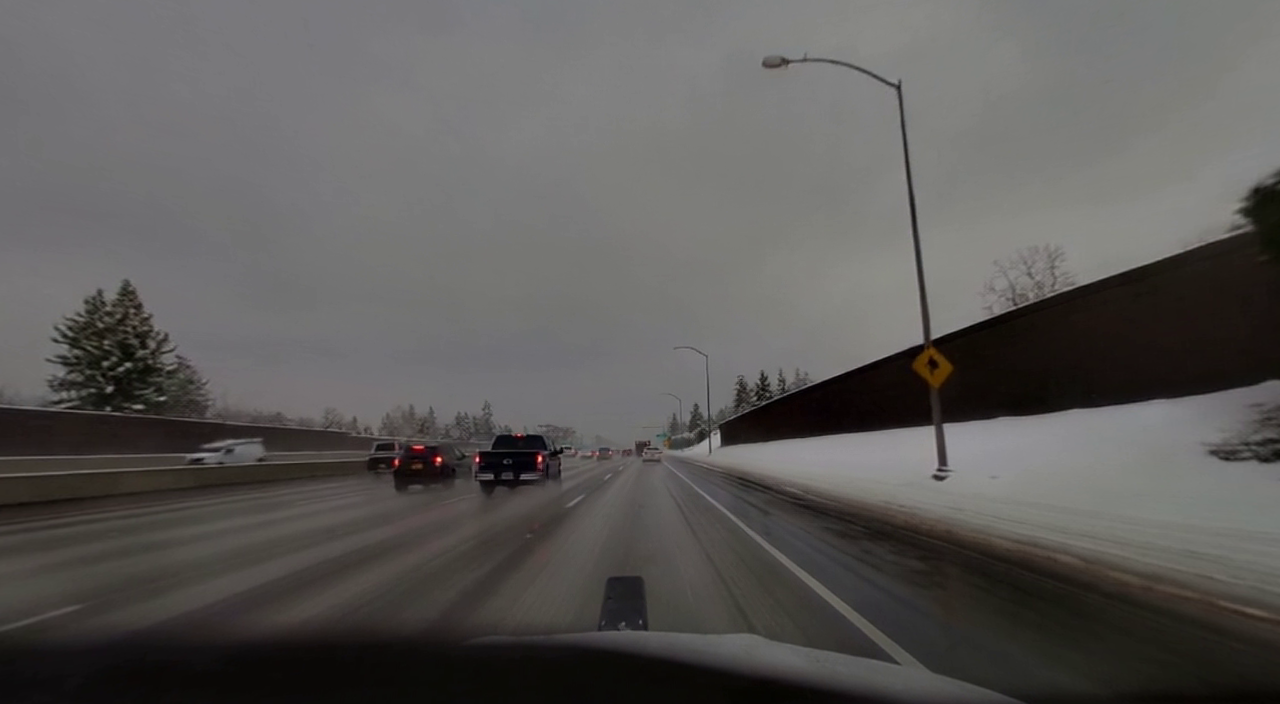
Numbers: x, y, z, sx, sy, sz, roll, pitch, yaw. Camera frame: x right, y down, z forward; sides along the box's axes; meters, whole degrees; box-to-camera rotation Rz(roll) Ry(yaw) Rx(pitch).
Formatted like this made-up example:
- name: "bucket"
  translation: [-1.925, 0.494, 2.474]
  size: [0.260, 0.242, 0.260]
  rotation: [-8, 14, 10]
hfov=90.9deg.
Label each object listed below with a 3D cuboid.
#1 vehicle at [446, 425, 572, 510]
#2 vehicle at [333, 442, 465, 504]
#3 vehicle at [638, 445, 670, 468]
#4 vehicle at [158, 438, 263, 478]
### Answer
- name: "vehicle"
  translation: [-3.088, 2.846, 16.042]
  size: [2.124, 1.787, 4.830]
  rotation: [-1, -8, 1]
- name: "vehicle"
  translation: [-6.456, 3.254, 17.512]
  size: [1.887, 1.475, 4.316]
  rotation: [-1, -8, 1]
- name: "vehicle"
  translation: [0.954, 7.165, 43.596]
  size: [2.073, 1.480, 4.343]
  rotation: [-1, -8, 1]
- name: "vehicle"
  translation: [-25.584, 6.312, 37.900]
  size: [2.529, 2.189, 5.220]
  rotation: [-1, -8, 1]
